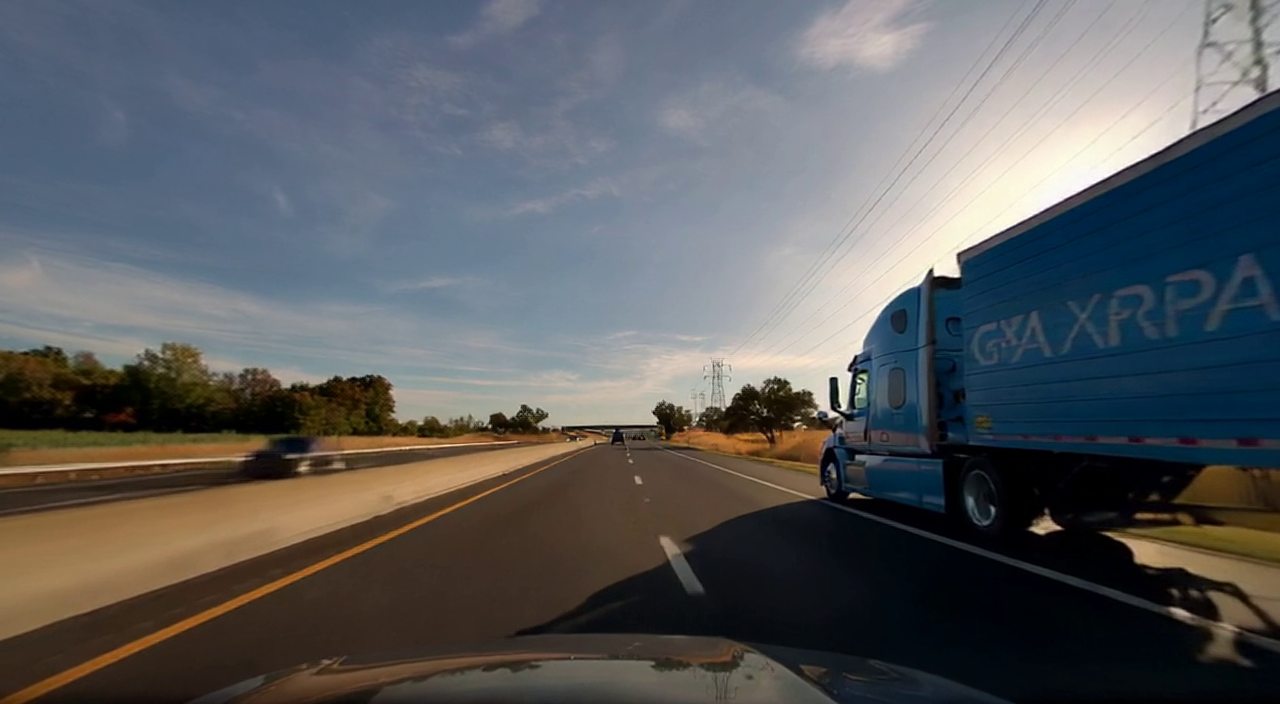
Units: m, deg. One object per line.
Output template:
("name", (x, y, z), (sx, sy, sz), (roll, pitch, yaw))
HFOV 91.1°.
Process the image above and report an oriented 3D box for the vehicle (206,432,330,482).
("vehicle", (-12.165, 3.426, 20.915), (1.806, 1.471, 3.963), (0, -8, -2))
